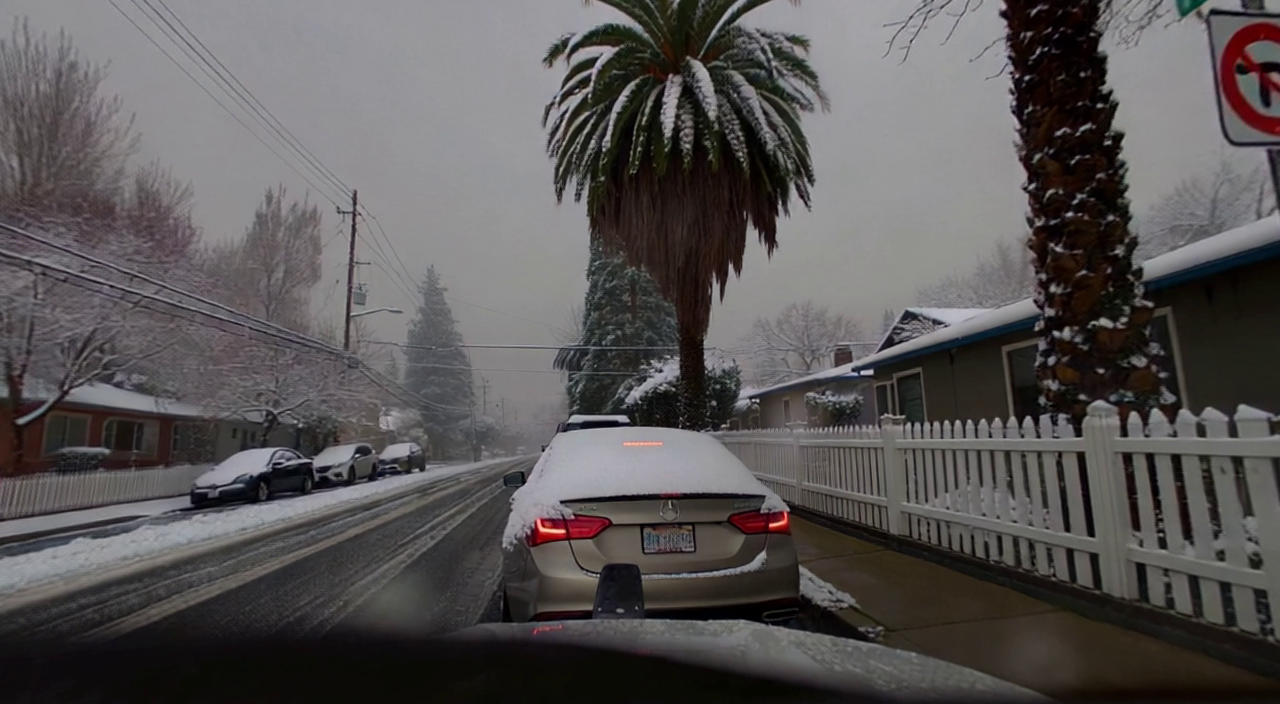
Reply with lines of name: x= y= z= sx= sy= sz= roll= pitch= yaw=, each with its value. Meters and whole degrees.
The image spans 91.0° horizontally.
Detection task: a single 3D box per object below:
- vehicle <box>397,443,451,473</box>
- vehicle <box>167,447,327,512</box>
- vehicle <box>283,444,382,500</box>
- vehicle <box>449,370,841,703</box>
vehicle: x=-13.174 y=6.472 z=38.710 sx=2.060 sy=1.689 sz=4.999 roll=1 pitch=-8 yaw=-7
vehicle: x=-11.398 y=3.662 z=18.793 sx=2.017 sy=1.627 sz=5.039 roll=1 pitch=-8 yaw=-7
vehicle: x=-12.156 y=4.711 z=25.250 sx=2.048 sy=1.485 sz=4.757 roll=-4 pitch=-4 yaw=-7
vehicle: x=-0.135 y=1.216 z=4.998 sx=1.894 sy=1.695 sz=3.795 roll=1 pitch=-8 yaw=-6
